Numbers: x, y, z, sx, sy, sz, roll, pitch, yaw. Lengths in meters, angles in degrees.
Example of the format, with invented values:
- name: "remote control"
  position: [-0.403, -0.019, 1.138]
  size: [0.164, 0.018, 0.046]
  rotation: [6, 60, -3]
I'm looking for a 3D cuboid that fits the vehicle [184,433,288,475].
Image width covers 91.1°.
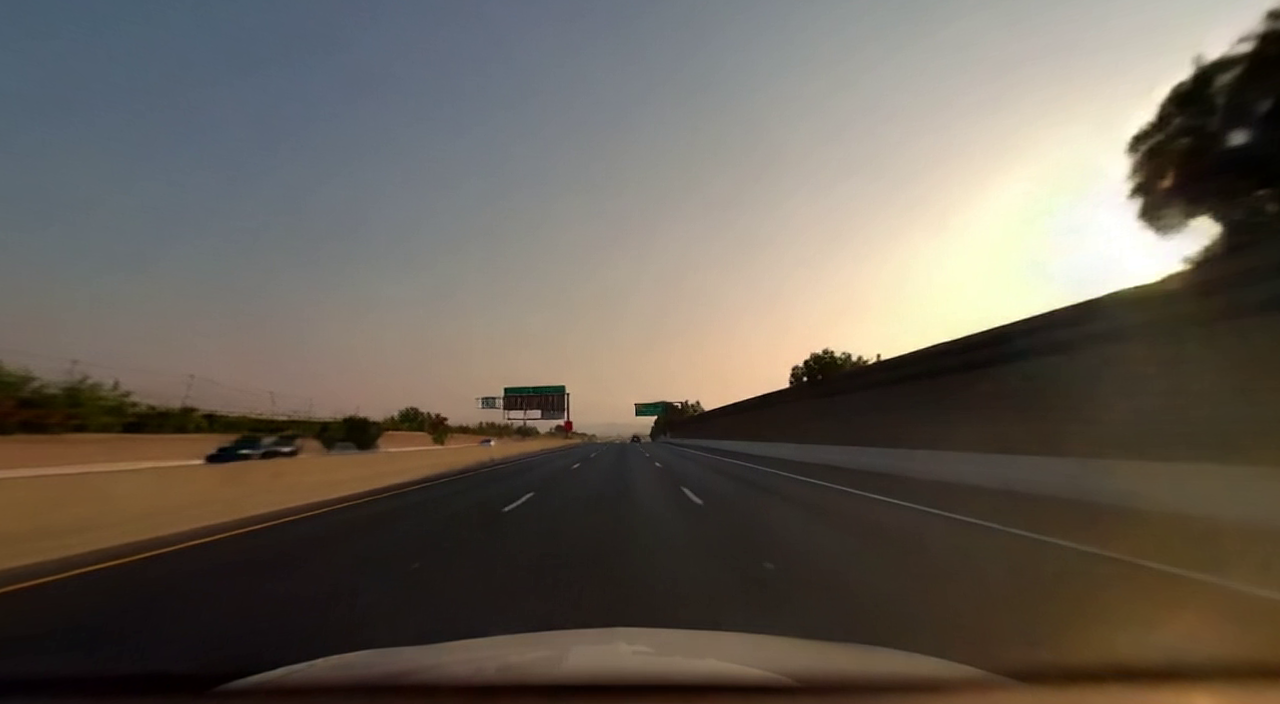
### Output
- name: "vehicle"
  position: [-20.022, 5.031, 31.450]
  size: [2.028, 1.902, 4.798]
  rotation: [0, -8, 0]
